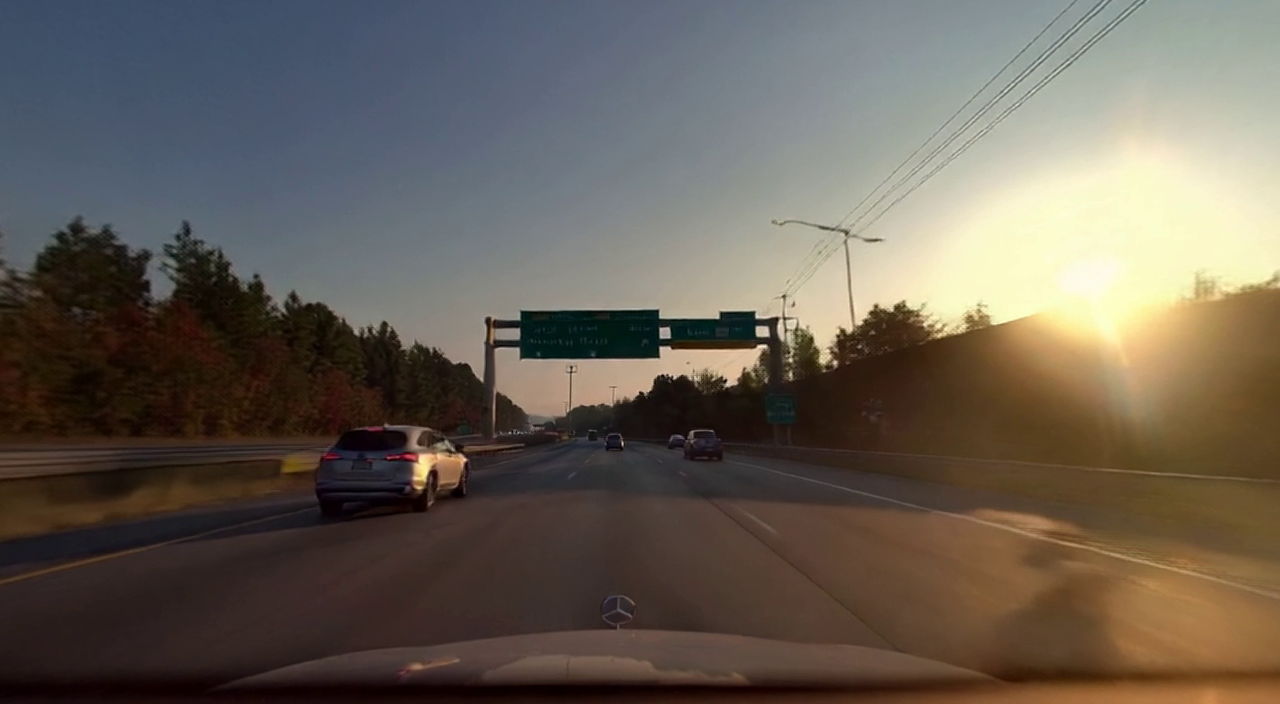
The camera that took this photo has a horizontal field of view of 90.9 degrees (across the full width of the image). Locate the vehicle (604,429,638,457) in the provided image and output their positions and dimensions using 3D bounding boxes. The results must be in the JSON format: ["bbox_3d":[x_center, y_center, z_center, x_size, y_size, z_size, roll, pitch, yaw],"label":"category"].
[{"bbox_3d":[-1.264,5.965,41.426,2.159,1.690,3.720,0,-7,-3],"label":"vehicle"}]

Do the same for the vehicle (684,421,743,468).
[{"bbox_3d":[3.120,4.002,27.431,1.976,1.905,3.263,0,-7,-4],"label":"vehicle"}]

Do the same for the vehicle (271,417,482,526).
[{"bbox_3d":[-4.404,2.027,11.365,2.100,1.590,4.077,0,-7,-1],"label":"vehicle"}]
